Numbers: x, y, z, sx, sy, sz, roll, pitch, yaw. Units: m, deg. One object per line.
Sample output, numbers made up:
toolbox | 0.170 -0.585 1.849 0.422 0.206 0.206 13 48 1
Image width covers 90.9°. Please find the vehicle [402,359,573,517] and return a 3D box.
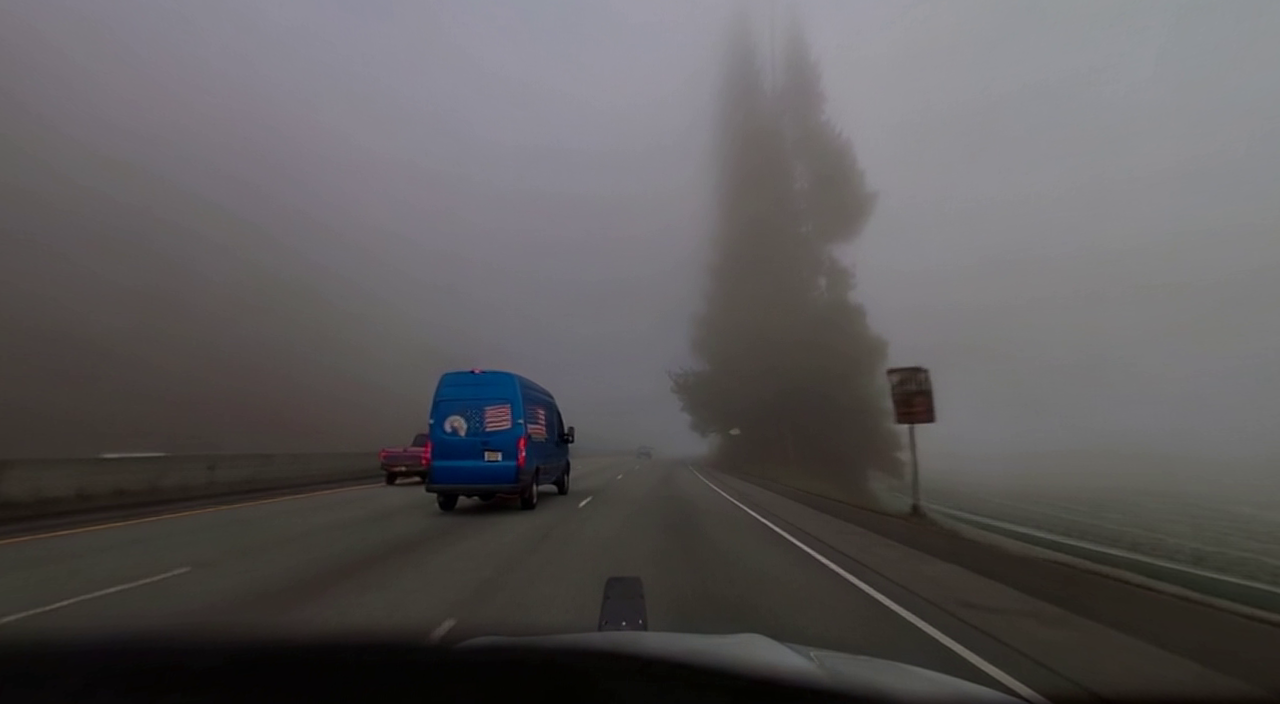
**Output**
vehicle | -3.097 1.976 14.469 2.319 2.883 5.632 0 -8 2
